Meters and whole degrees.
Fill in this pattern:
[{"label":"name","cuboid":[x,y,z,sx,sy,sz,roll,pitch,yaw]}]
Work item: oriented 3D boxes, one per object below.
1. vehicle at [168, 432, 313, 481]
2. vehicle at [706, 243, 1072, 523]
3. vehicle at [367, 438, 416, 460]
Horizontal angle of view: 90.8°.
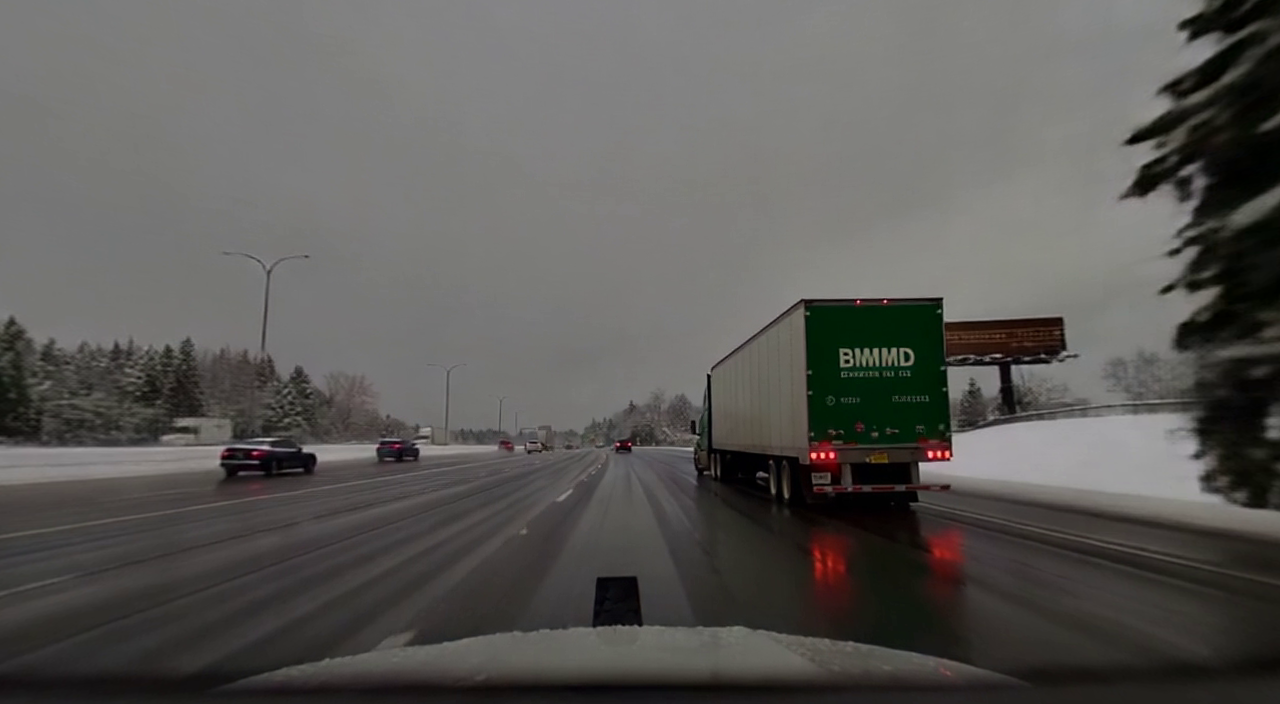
[{"label":"vehicle","cuboid":[-14.774,3.902,23.821,1.970,1.618,5.364,0,-8,0]},{"label":"vehicle","cuboid":[4.216,1.469,16.328,2.891,3.944,15.051,0,-8,-2]},{"label":"vehicle","cuboid":[-18.704,7.337,47.714,1.913,1.540,4.540,0,-8,-1]}]
